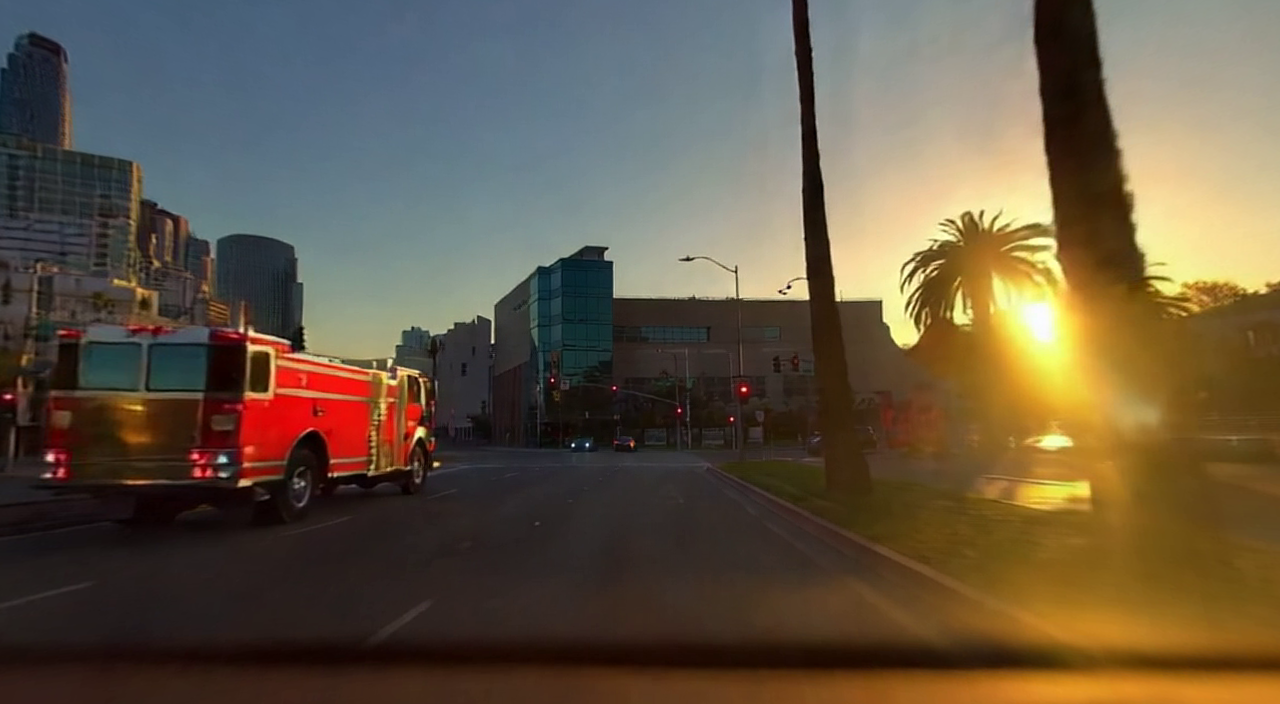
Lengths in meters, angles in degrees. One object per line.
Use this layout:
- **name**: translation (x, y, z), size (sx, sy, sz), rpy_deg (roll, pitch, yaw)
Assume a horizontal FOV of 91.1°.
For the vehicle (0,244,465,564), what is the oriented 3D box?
- **vehicle**: translation (-6.878, 1.413, 13.145), size (3.008, 3.730, 11.786), rpy_deg (0, -9, 0)
